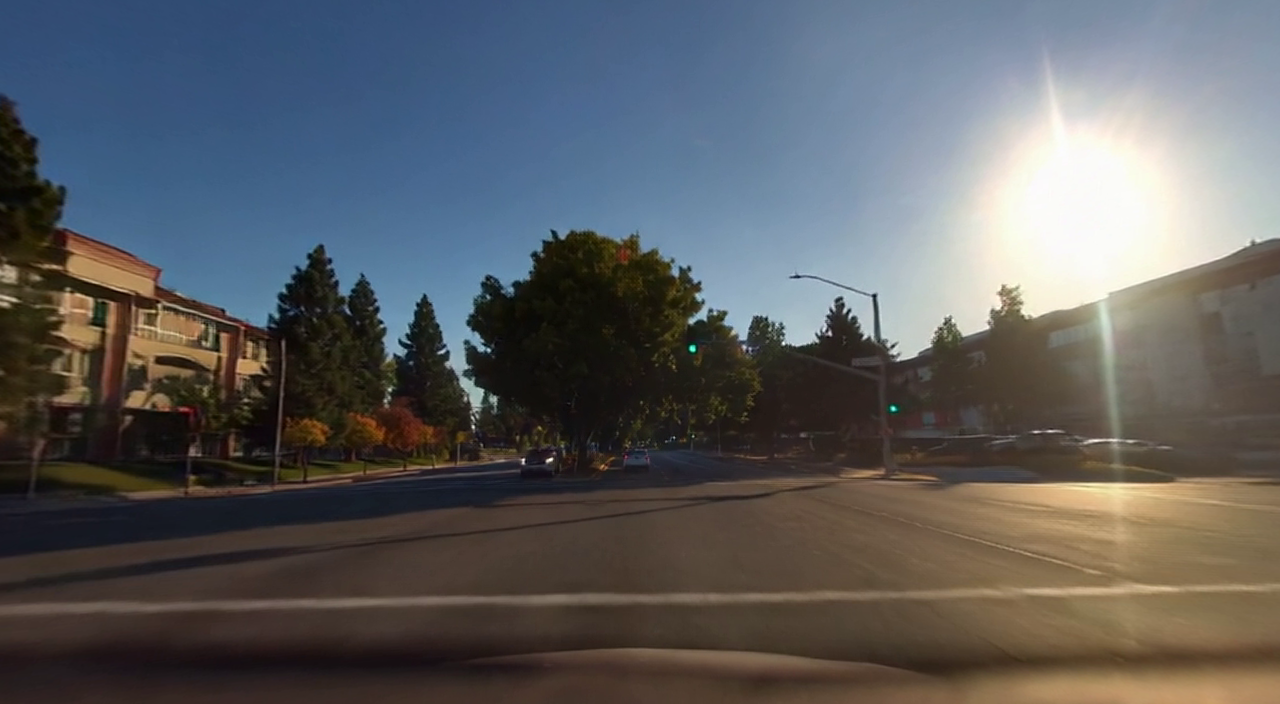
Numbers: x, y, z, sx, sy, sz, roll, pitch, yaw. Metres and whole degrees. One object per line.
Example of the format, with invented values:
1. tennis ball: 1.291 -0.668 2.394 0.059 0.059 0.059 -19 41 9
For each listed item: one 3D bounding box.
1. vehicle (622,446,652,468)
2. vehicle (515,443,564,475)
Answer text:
1. vehicle: -0.218 7.454 44.975 2.064 1.477 3.968 0 -9 -1
2. vehicle: -5.510 5.930 35.038 2.016 1.631 4.148 0 -9 0
